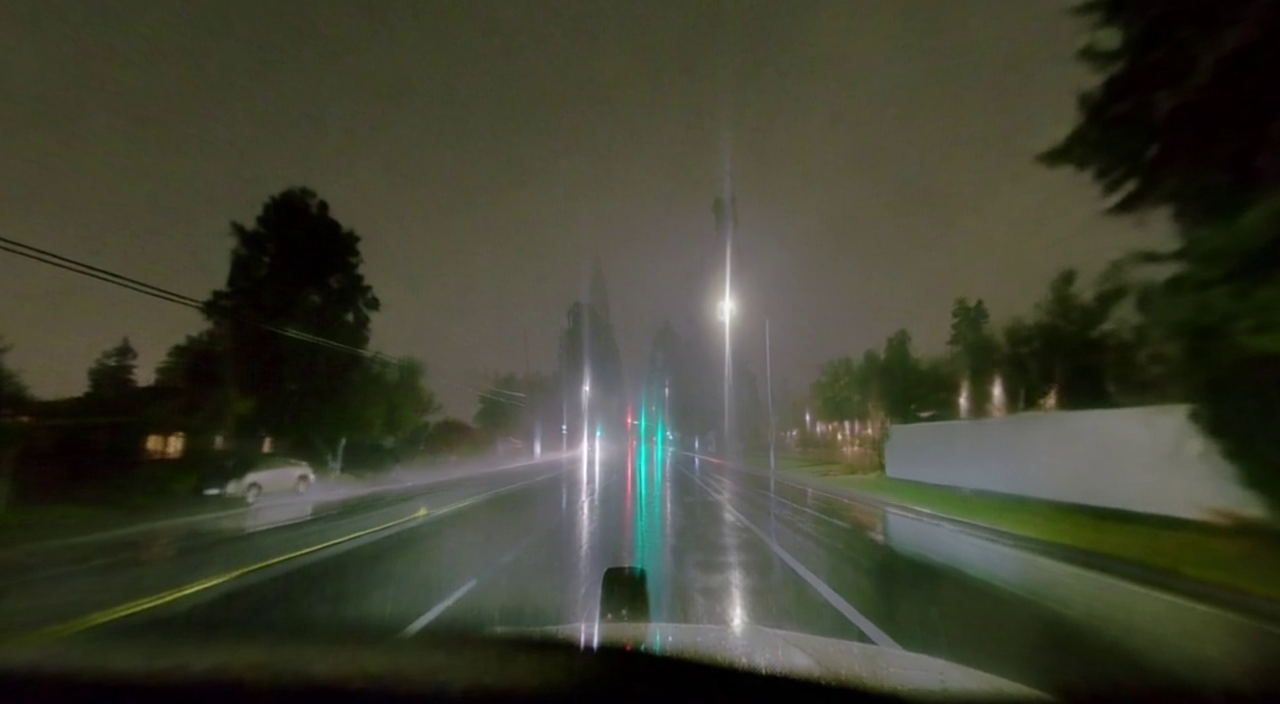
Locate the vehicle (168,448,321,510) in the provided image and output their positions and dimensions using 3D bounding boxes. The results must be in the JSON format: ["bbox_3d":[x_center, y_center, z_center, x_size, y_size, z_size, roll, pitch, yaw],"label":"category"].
[{"bbox_3d":[-12.519,3.996,20.428,1.921,1.611,4.713,-3,-8,1],"label":"vehicle"}]
